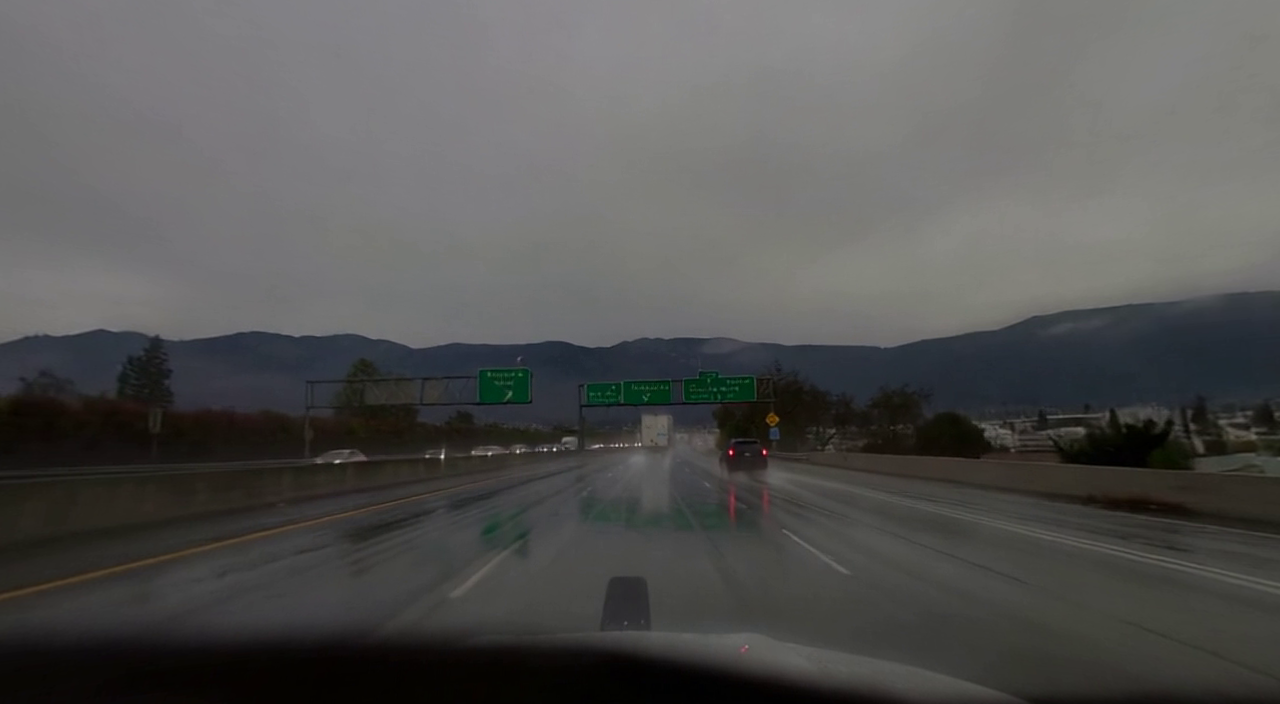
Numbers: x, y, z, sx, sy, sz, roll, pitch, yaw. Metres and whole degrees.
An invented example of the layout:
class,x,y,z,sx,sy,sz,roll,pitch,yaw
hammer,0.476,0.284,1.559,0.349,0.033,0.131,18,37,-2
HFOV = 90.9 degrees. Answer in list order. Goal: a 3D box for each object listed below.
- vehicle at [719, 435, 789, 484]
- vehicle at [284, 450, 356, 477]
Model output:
class,x,y,z,sx,sy,sz,roll,pitch,yaw
vehicle,4.143,3.962,23.500,1.880,1.624,3.941,0,-8,0
vehicle,-19.301,6.713,38.262,1.884,1.455,4.553,-1,-8,2
